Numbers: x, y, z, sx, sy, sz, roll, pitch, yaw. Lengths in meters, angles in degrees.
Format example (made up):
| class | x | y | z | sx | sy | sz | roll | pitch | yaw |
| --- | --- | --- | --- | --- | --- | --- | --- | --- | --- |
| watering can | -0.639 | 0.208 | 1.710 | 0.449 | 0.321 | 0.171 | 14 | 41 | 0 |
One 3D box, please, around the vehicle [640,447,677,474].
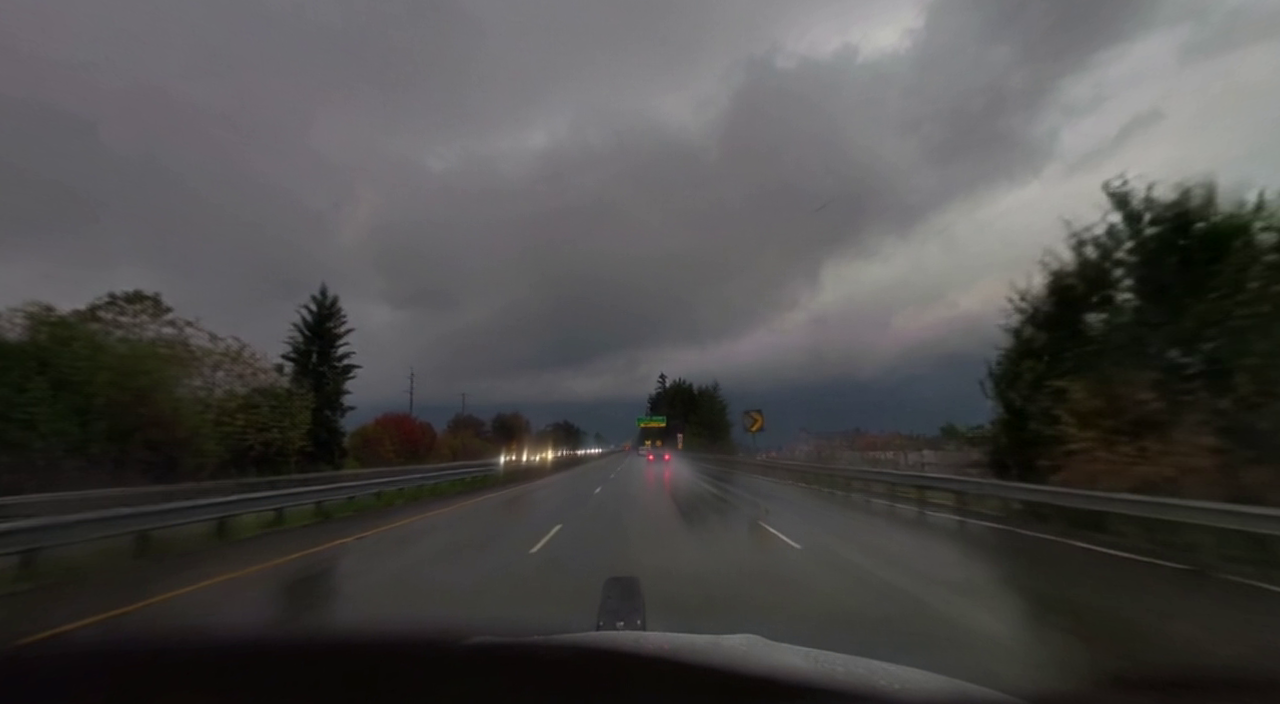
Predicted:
| class | x | y | z | sx | sy | sz | roll | pitch | yaw |
| --- | --- | --- | --- | --- | --- | --- | --- | --- | --- |
| vehicle | 1.071 | 6.411 | 37.400 | 2.036 | 1.457 | 3.471 | 0 | -9 | -1 |
